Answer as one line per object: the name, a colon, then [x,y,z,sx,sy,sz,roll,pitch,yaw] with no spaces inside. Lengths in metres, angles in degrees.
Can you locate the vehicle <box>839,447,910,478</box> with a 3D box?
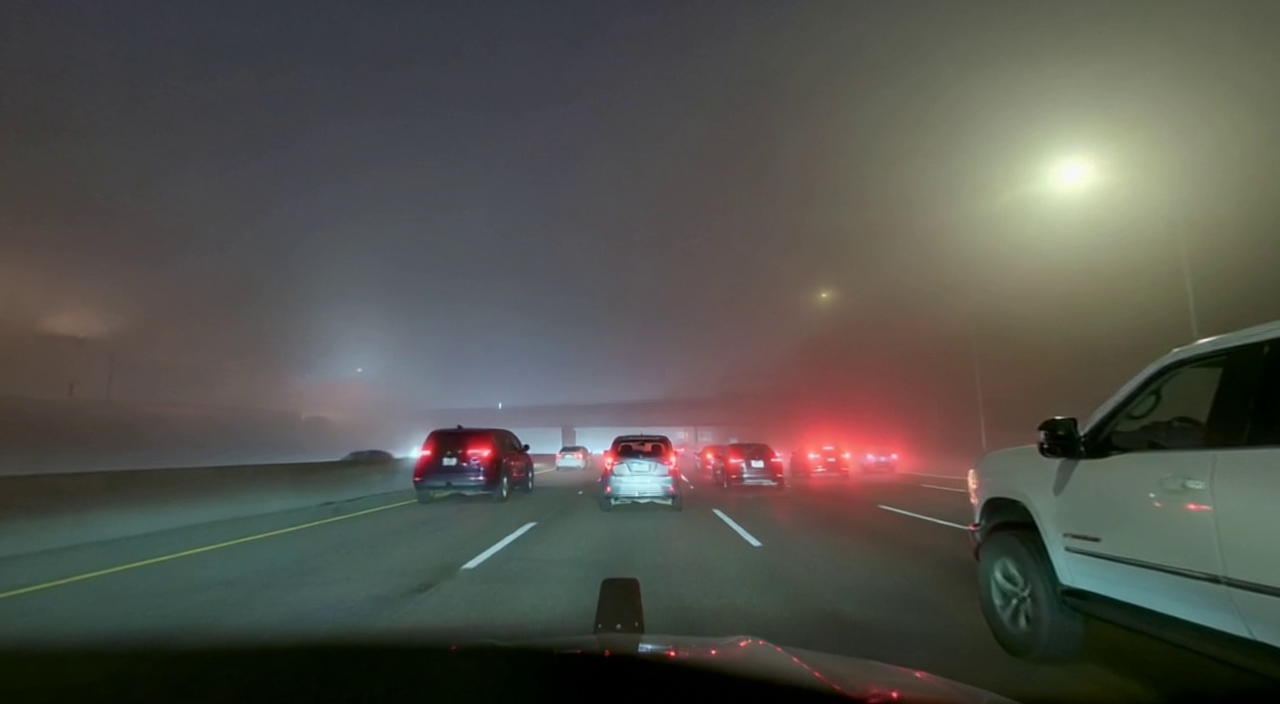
vehicle: [12.151,5.737,32.970,1.945,1.498,4.385,1,-9,-1]

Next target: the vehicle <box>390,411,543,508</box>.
vehicle: [-4.271,2.810,16.855,2.212,2.101,6.052,0,-9,2]

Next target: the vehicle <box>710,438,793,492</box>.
vehicle: [3.697,3.854,21.837,2.022,1.633,4.651,1,-9,0]

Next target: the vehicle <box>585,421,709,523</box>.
vehicle: [0.159,2.427,13.175,2.181,1.756,4.167,0,-9,1]

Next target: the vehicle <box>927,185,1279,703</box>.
vehicle: [3.521,0.544,2.476,2.300,2.242,5.327,0,-9,1]

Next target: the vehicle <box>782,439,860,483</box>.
vehicle: [7.883,4.778,27.945,2.054,1.769,4.693,0,-9,0]

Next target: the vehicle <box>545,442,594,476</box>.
vehicle: [-3.703,5.701,33.890,1.982,1.655,4.604,0,-9,2]
